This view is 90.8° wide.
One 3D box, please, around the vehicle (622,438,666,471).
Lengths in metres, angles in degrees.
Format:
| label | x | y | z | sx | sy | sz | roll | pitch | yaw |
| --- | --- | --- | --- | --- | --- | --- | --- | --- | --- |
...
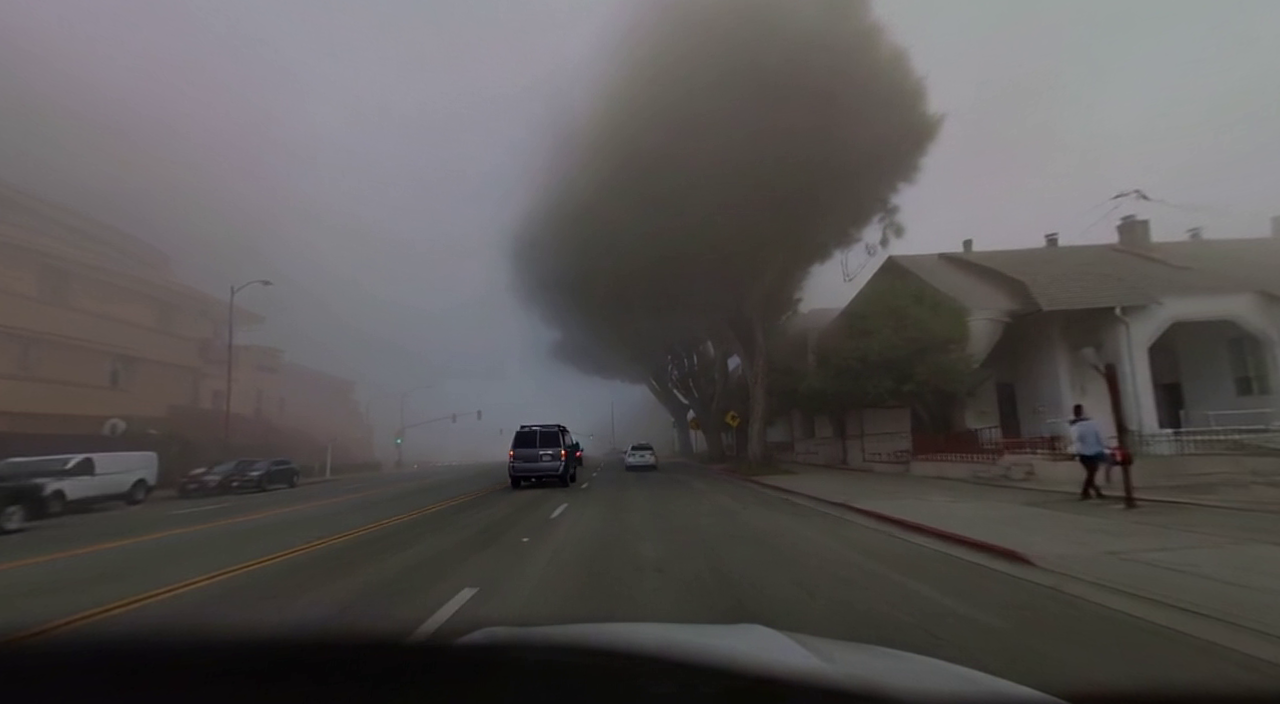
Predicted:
| label | x | y | z | sx | sy | sz | roll | pitch | yaw |
| --- | --- | --- | --- | --- | --- | --- | --- | --- | --- |
| vehicle | 0.160 | 5.527 | 34.115 | 2.126 | 1.657 | 4.132 | 0 | -9 | -3 |

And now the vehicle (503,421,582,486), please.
| label | x | y | z | sx | sy | sz | roll | pitch | yaw |
| --- | --- | --- | --- | --- | --- | --- | --- | --- | --- |
| vehicle | -3.445 | 3.732 | 23.355 | 2.213 | 2.123 | 5.124 | 0 | -9 | -1 |
